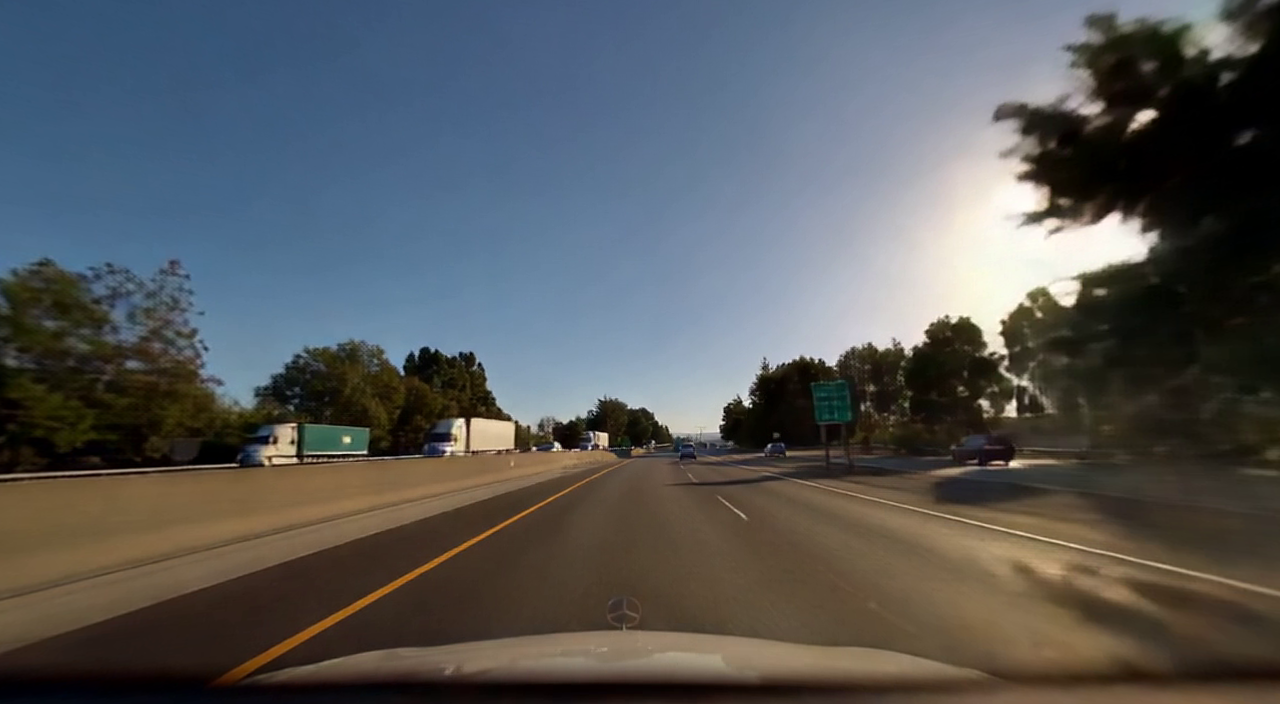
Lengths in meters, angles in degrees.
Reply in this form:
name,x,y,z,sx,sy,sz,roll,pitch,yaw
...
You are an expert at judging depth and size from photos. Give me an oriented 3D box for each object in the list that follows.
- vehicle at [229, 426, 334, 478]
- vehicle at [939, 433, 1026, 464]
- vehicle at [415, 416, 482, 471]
name,x,y,z,sx,sy,sz,roll,pitch,yaw
vehicle,-28.047,7.802,49.887,2.913,3.636,8.816,-2,-8,2
vehicle,21.043,5.995,38.969,2.061,1.776,4.476,2,-9,-15
vehicle,-14.760,7.138,49.063,3.020,3.974,5.799,-1,-9,4
